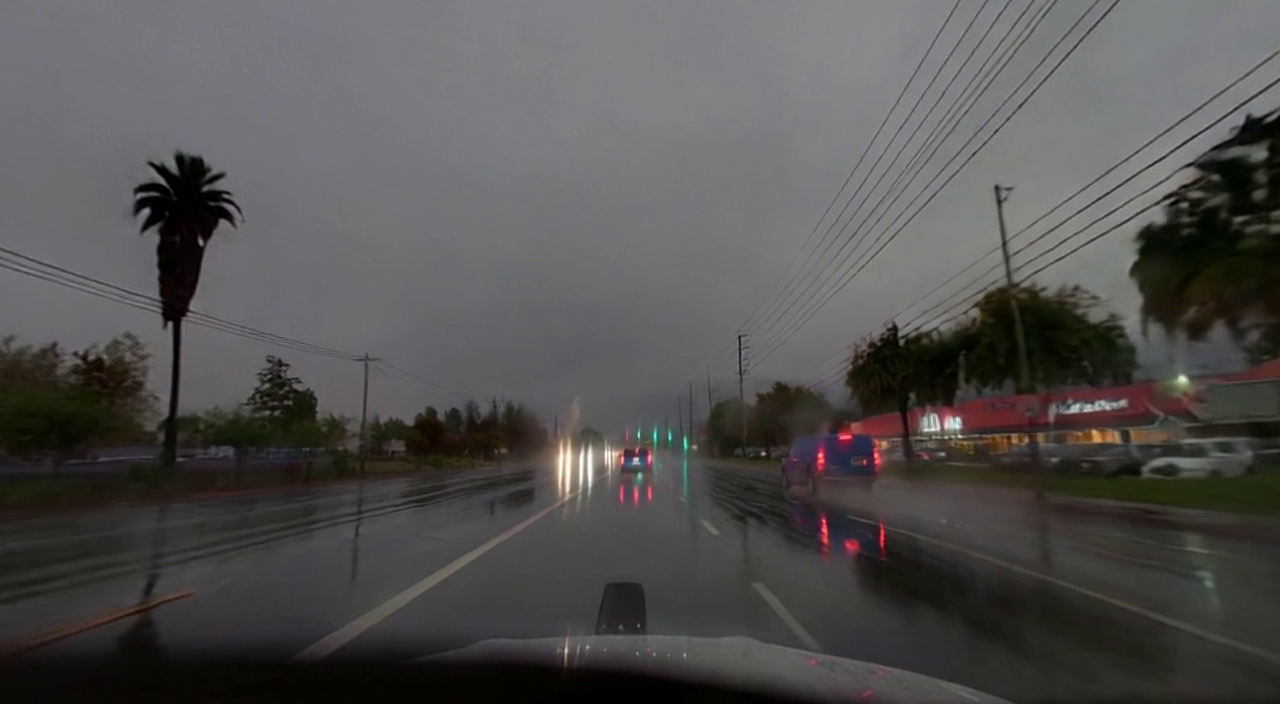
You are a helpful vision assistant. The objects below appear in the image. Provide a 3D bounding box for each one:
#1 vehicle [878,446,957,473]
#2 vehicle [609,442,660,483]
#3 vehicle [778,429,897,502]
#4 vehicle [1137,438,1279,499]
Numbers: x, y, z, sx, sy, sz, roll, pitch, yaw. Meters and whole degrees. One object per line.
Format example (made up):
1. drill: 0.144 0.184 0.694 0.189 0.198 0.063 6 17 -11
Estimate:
1. vehicle: 17.604 6.840 40.037 4.008 1.432 1.913 -4 -9 0
2. vehicle: -0.246 4.936 28.342 2.138 1.672 4.168 0 -9 0
3. vehicle: 5.803 3.387 19.201 2.107 1.928 4.471 0 -9 0
4. vehicle: 17.721 3.335 18.323 4.605 1.459 1.968 -4 -9 4
